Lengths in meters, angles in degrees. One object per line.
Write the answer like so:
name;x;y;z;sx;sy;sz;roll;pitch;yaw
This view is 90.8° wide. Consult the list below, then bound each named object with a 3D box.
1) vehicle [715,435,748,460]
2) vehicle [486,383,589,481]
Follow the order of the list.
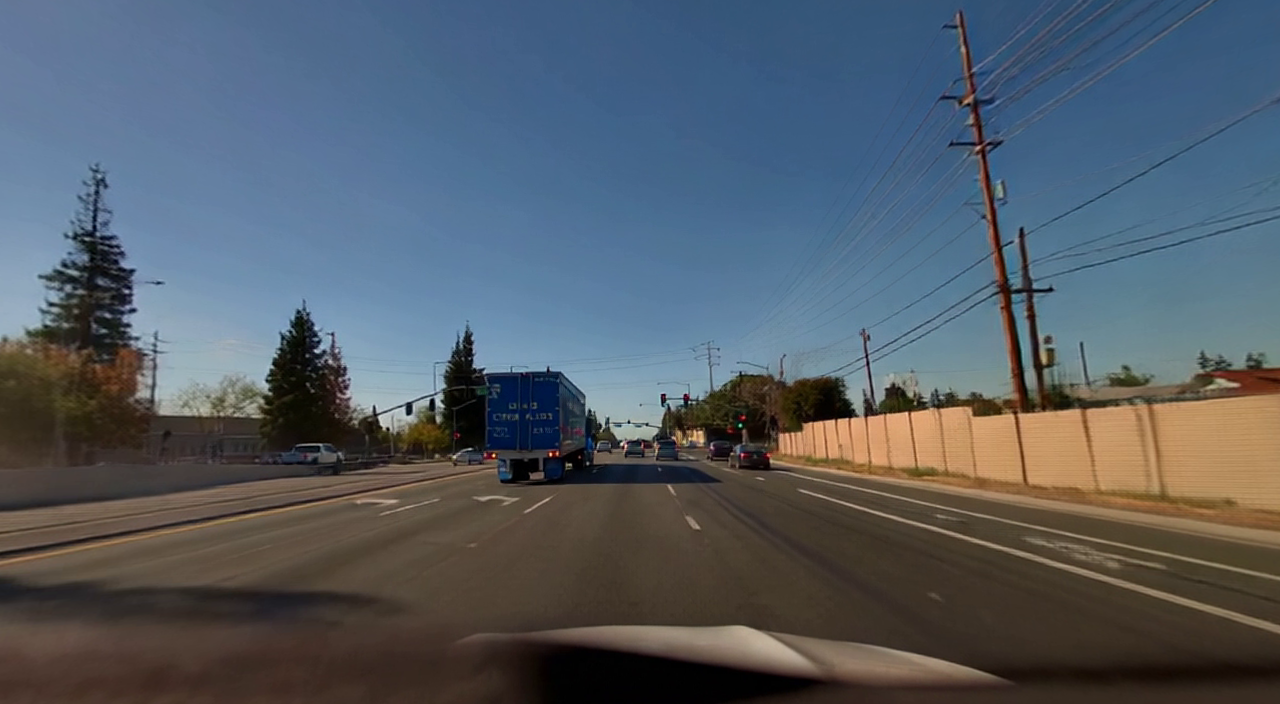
vehicle;6.338;6.620;43.867;2.102;1.662;4.533;-1;-8;7
vehicle;-3.845;3.365;25.923;2.889;3.347;8.285;0;-8;0
